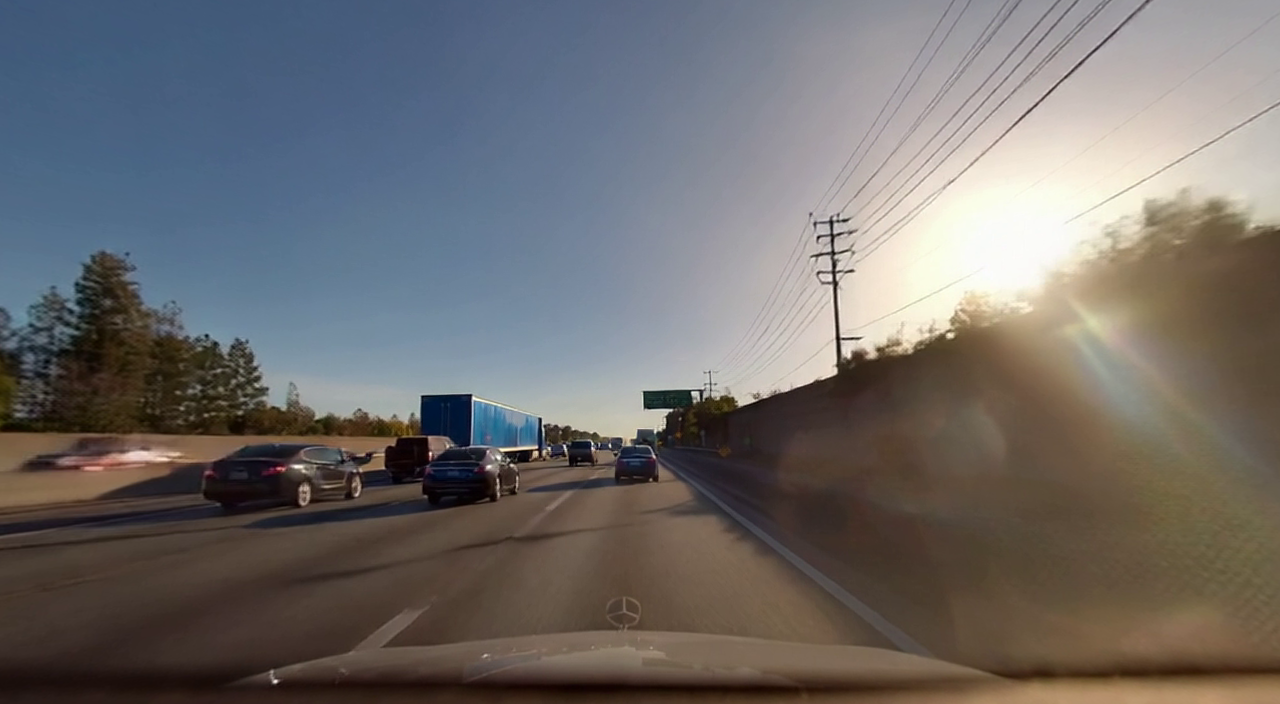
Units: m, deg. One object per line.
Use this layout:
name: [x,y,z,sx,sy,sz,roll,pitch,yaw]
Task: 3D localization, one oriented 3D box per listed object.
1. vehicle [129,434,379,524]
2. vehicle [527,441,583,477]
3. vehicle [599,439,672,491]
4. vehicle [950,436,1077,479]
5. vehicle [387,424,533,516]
vehicle: [-7.620,2.528,13.260,2.165,1.511,4.810,0,-8,1]
vehicle: [-3.730,4.756,28.392,1.870,1.485,4.304,0,-8,1]
vehicle: [-0.156,3.518,19.997,2.089,1.477,3.818,0,-8,-1]
vehicle: [14.267,4.043,24.523,1.949,1.472,4.795,0,-8,0]
vehicle: [-3.761,2.543,14.119,1.923,1.716,4.289,0,-8,1]
